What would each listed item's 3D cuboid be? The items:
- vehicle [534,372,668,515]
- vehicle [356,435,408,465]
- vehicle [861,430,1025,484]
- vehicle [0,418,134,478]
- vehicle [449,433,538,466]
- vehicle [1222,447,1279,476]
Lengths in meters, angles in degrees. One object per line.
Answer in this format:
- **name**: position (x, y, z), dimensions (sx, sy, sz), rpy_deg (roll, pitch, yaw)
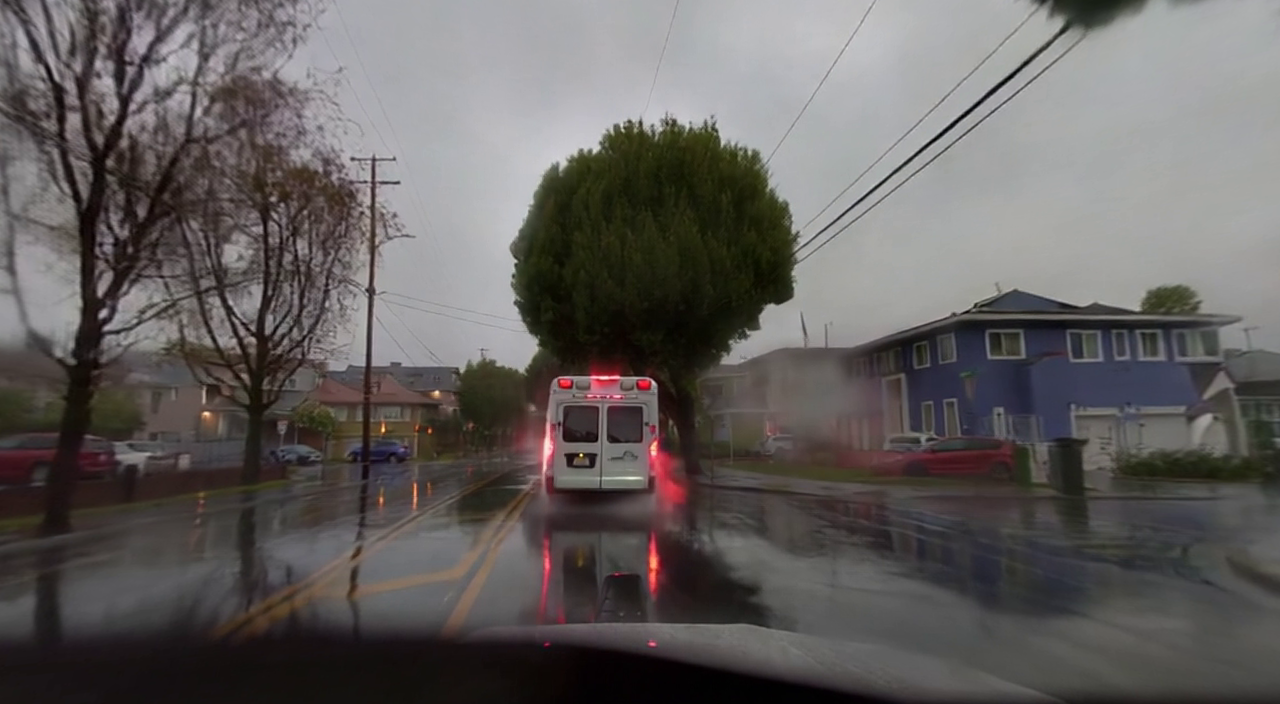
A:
- **vehicle**: position (-0.792, 2.081, 14.490), dimensions (2.444, 2.640, 5.482), rpy_deg (0, -8, -2)
- **vehicle**: position (-16.686, 6.294, 40.721), dimensions (2.290, 1.776, 4.947), rpy_deg (5, -10, -30)
- **vehicle**: position (11.767, 4.133, 24.985), dimensions (5.270, 1.966, 2.329), rpy_deg (-1, -8, 8)
- **vehicle**: position (-19.554, 2.973, 19.155), dimensions (5.910, 1.681, 2.579), rpy_deg (1, -11, -7)
- **vehicle**: position (-8.397, 5.645, 36.486), dimensions (4.502, 1.810, 2.056), rpy_deg (-1, -8, 8)
- **vehicle**: position (37.621, 6.537, 37.895), dimensions (2.114, 1.588, 3.888), rpy_deg (-4, -9, 12)
